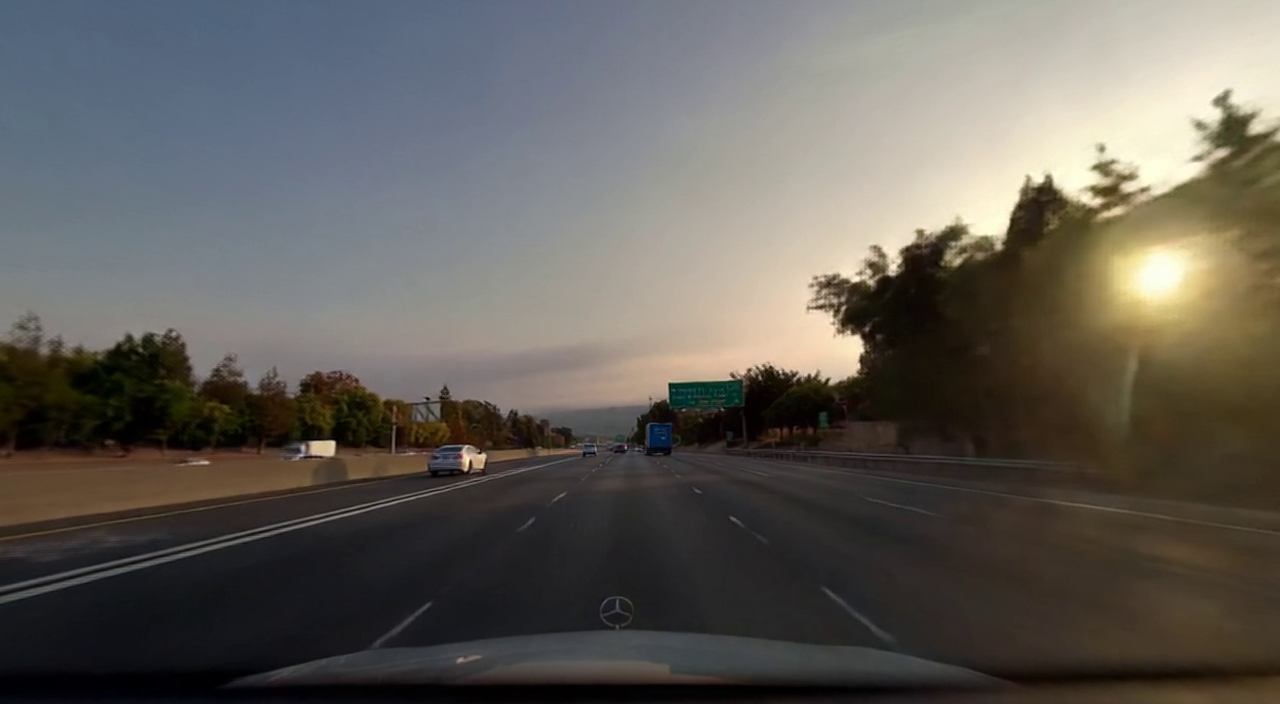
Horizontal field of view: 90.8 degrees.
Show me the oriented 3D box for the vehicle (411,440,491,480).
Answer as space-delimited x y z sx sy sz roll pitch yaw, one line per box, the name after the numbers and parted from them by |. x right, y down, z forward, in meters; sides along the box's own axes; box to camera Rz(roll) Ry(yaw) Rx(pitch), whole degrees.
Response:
-7.787 4.492 26.514 2.033 1.494 4.508 0 -9 -1 | vehicle
